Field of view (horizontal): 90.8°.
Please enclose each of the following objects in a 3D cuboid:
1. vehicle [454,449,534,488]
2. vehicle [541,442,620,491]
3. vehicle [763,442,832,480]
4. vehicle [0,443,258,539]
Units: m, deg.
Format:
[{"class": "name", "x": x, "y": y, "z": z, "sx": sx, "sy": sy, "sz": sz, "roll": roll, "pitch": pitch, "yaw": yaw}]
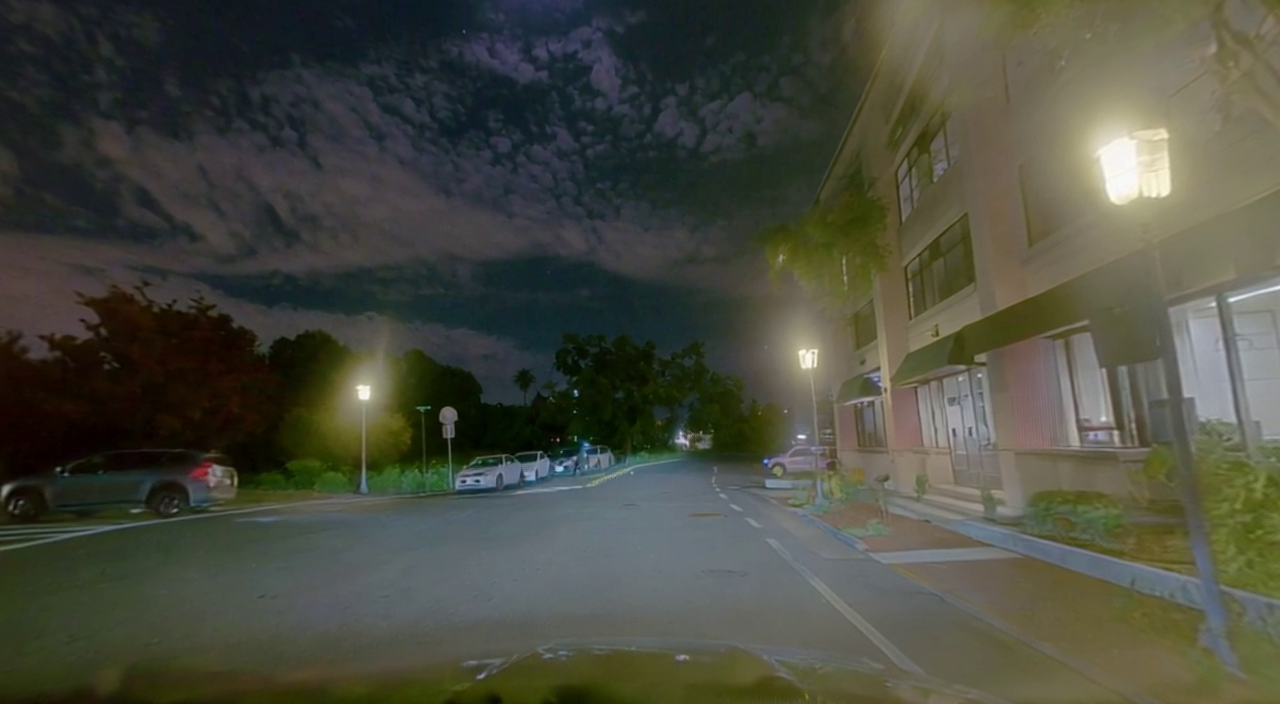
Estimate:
[{"class": "vehicle", "x": -6.060, "y": 4.870, "z": 26.807, "sx": 1.968, "sy": 1.443, "sz": 4.358, "roll": -1, "pitch": -8, "yaw": 6}, {"class": "vehicle", "x": -2.139, "y": 4.304, "z": 24.144, "sx": 2.110, "sy": 1.651, "sz": 4.410, "roll": -1, "pitch": -9, "yaw": 7}, {"class": "vehicle", "x": 6.703, "y": 4.689, "z": 27.415, "sx": 1.918, "sy": 1.461, "sz": 4.419, "roll": 0, "pitch": -9, "yaw": 1}, {"class": "vehicle", "x": -9.984, "y": 2.555, "z": 11.952, "sx": 4.106, "sy": 1.620, "sz": 2.065, "roll": 0, "pitch": -9, "yaw": -1}]
